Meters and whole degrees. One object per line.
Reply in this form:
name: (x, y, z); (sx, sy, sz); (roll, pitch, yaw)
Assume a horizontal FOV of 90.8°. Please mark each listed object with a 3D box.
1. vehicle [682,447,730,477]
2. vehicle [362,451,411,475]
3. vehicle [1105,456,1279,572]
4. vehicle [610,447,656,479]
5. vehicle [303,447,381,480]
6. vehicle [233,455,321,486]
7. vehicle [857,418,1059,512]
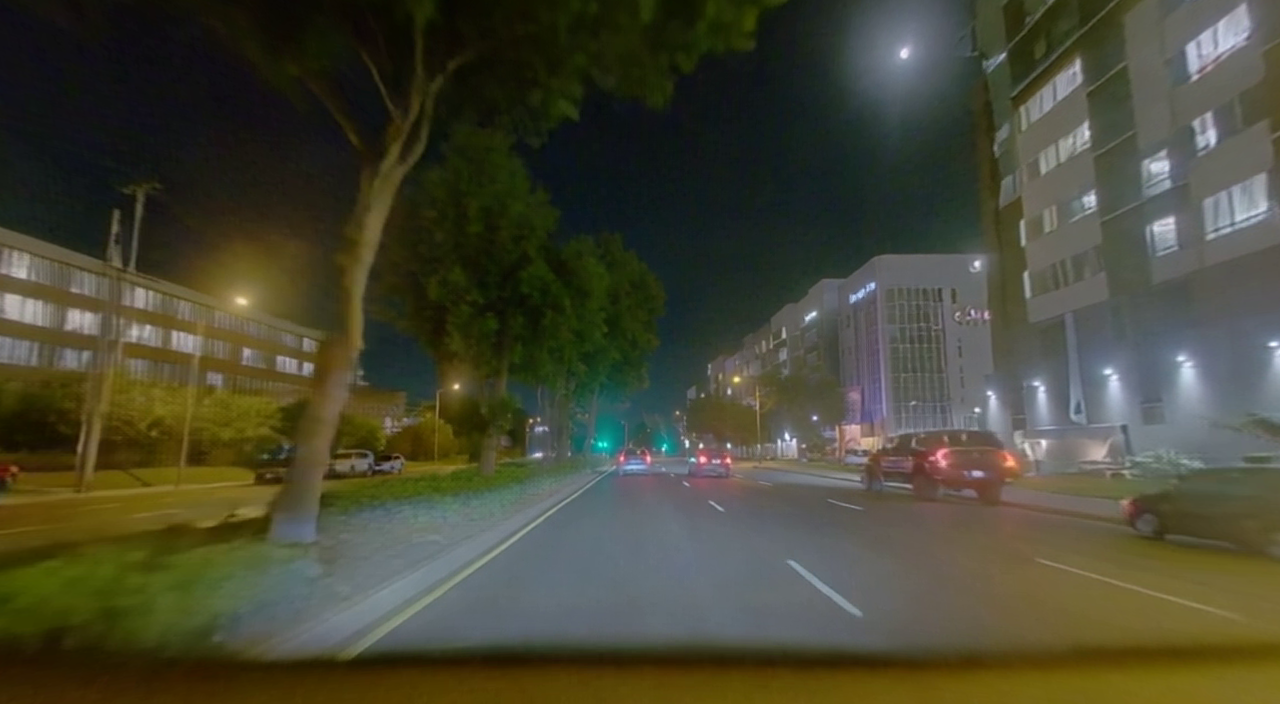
vehicle: (3.506, 5.901, 34.141); (1.993, 1.477, 4.240); (0, -9, -2)
vehicle: (-19.228, 8.436, 48.154); (2.019, 1.687, 4.484); (0, -9, -2)
vehicle: (10.511, 2.585, 10.414); (2.129, 1.645, 4.625); (0, -9, 0)
vehicle: (-0.341, 5.324, 30.652); (2.101, 1.444, 4.248); (0, -9, -1)
vehicle: (-19.104, 7.148, 40.898); (2.241, 1.891, 5.637); (0, -9, 1)
vehicle: (-19.253, 6.285, 33.801); (1.874, 1.483, 4.742); (0, -9, 0)
vehicle: (10.354, 3.778, 21.791); (3.082, 2.655, 7.381); (0, -9, 0)
